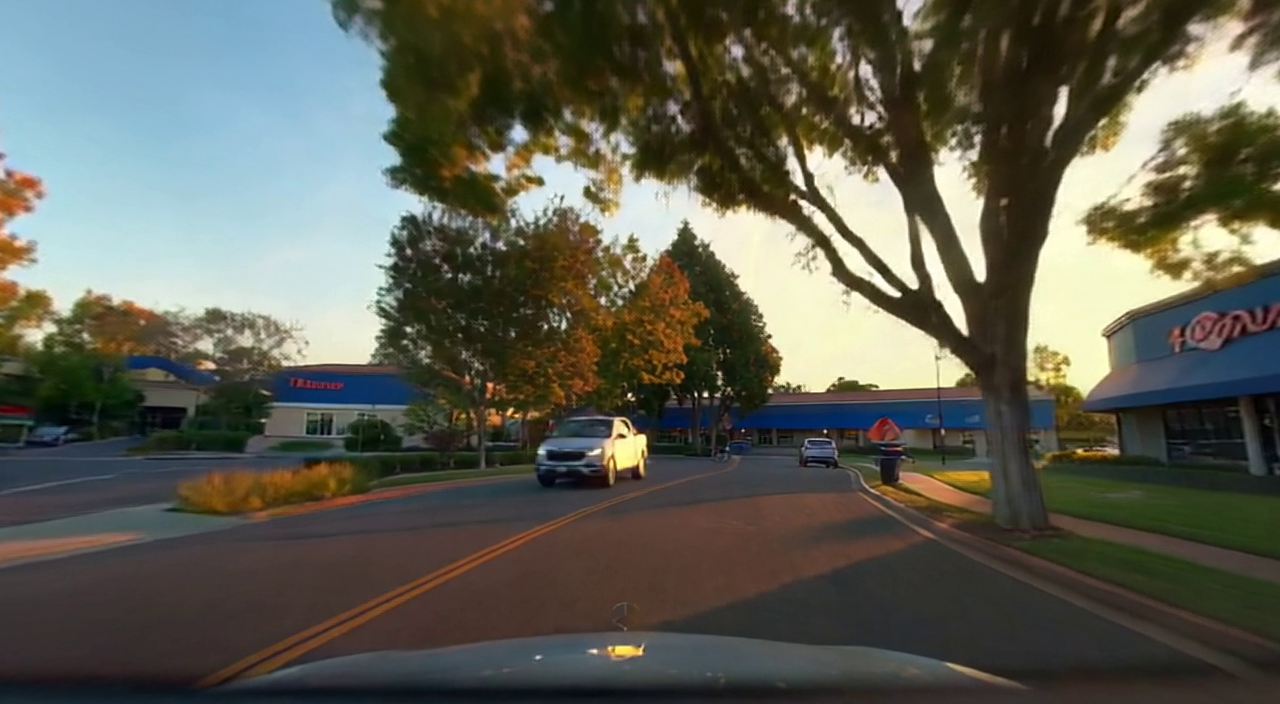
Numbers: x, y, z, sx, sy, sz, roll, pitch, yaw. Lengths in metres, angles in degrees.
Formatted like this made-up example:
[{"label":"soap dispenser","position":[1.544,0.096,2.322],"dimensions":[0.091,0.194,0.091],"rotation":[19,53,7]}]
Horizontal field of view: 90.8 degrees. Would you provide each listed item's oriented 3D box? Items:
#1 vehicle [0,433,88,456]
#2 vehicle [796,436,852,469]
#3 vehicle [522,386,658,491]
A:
[{"label":"vehicle","position":[-43.820,6.731,45.967],"dimensions":[5.069,1.627,1.868],"rotation":[4,-10,-29]},{"label":"vehicle","position":[10.566,5.828,36.724],"dimensions":[2.292,1.767,5.128],"rotation":[-1,-9,7]},{"label":"vehicle","position":[-1.294,2.824,20.425],"dimensions":[2.674,2.815,6.582],"rotation":[-2,-9,11]}]
